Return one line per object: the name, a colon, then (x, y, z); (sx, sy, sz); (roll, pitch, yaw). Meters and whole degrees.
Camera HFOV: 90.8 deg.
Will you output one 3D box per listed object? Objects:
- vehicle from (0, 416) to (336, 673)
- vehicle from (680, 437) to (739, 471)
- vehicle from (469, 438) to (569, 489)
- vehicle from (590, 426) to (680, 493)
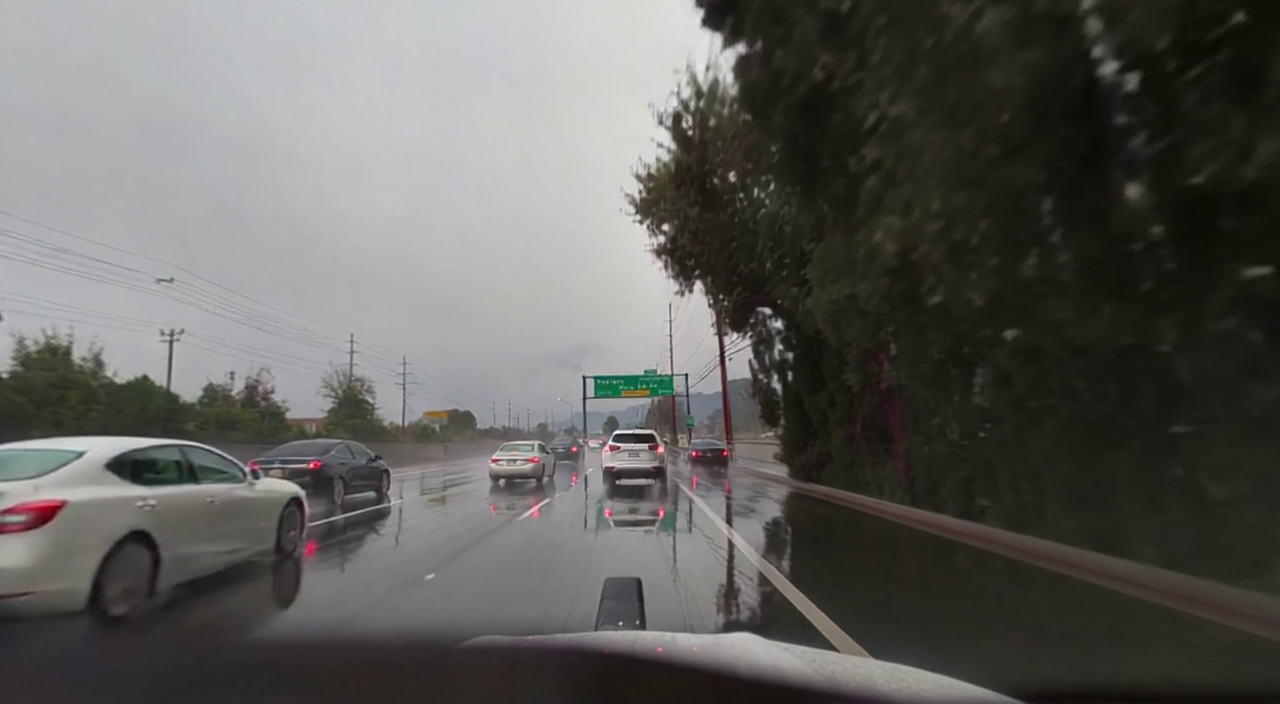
vehicle: (-4.745, 1.410, 5.802); (1.958, 1.447, 4.454); (1, -8, -4)
vehicle: (3.173, 4.779, 29.741); (2.197, 1.464, 4.356); (0, -8, -1)
vehicle: (-3.704, 3.499, 20.257); (2.203, 1.425, 4.610); (0, -8, 1)
vehicle: (-0.134, 3.050, 18.240); (2.284, 1.699, 4.168); (0, -8, 0)
